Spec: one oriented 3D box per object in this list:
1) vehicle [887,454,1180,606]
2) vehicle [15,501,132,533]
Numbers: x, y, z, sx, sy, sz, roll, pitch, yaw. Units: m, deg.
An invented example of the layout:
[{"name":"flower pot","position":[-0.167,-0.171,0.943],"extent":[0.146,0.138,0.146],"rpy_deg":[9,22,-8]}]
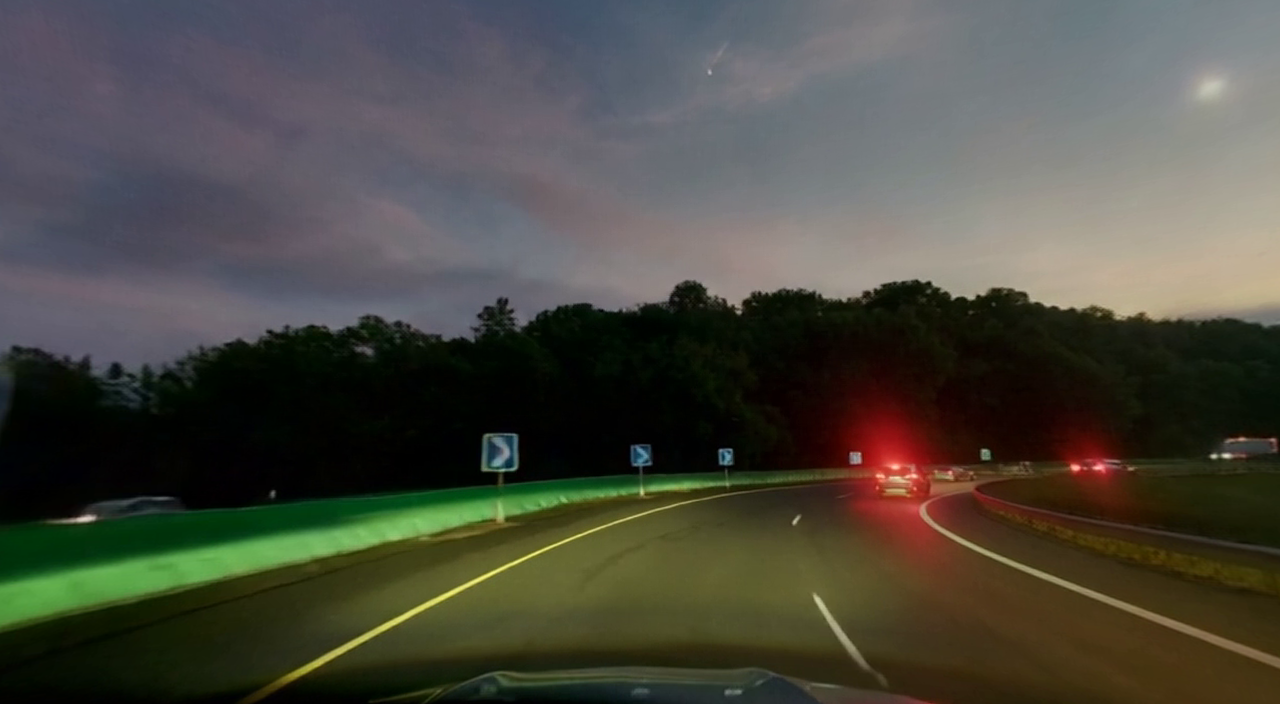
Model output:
[{"name":"vehicle","position":[5.124,2.324,9.051],"extent":[2.023,1.593,4.105],"rpy_deg":[-1,-10,9]},{"name":"vehicle","position":[-31.915,9.328,35.714],"extent":[4.585,1.485,1.740],"rpy_deg":[7,-12,-33]}]
